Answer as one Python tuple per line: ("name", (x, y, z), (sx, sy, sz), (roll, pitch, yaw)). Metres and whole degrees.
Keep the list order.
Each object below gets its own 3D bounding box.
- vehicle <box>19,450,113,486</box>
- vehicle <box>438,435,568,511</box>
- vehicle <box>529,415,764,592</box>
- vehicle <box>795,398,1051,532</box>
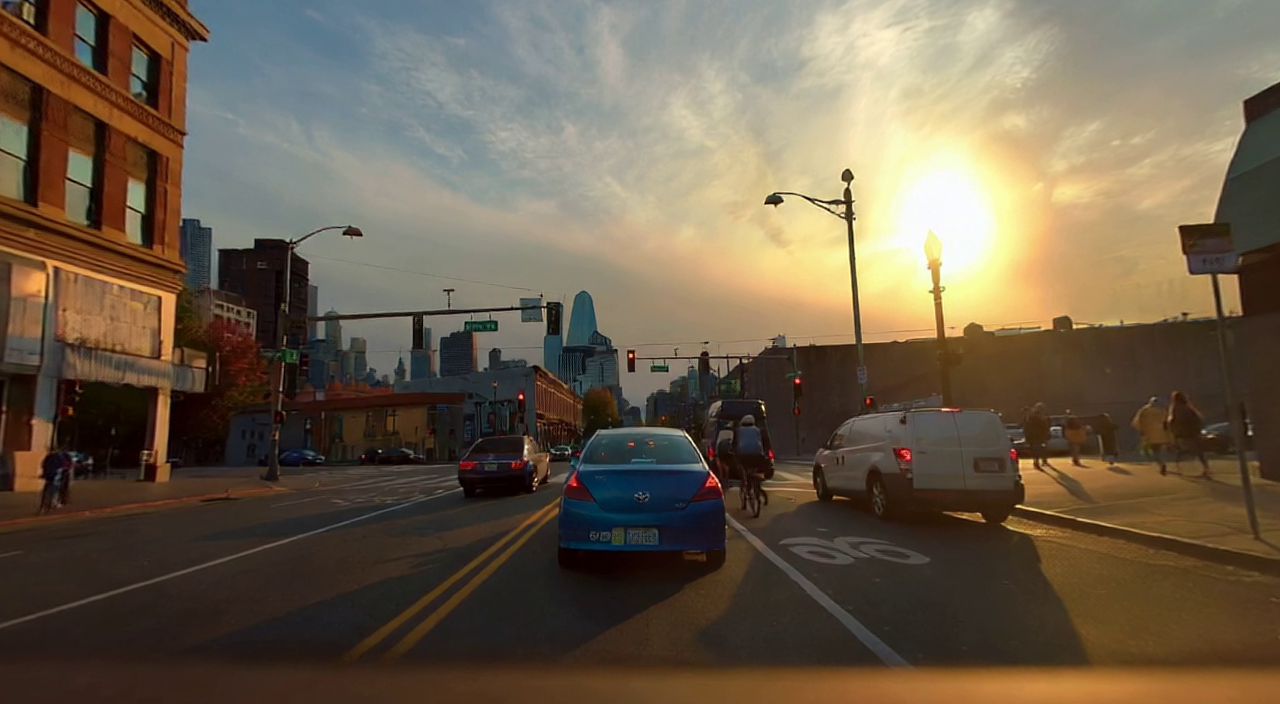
("vehicle", (-30.231, 6.081, 33.399), (2.264, 1.722, 4.721), (4, -9, -25))
("vehicle", (-2.939, 2.711, 14.635), (2.039, 1.452, 4.489), (0, -9, 0))
("vehicle", (0.035, 1.652, 7.700), (2.091, 1.557, 4.000), (0, -9, -1))
("vehicle", (4.515, 1.917, 11.145), (2.142, 1.829, 4.767), (0, -9, -2))
